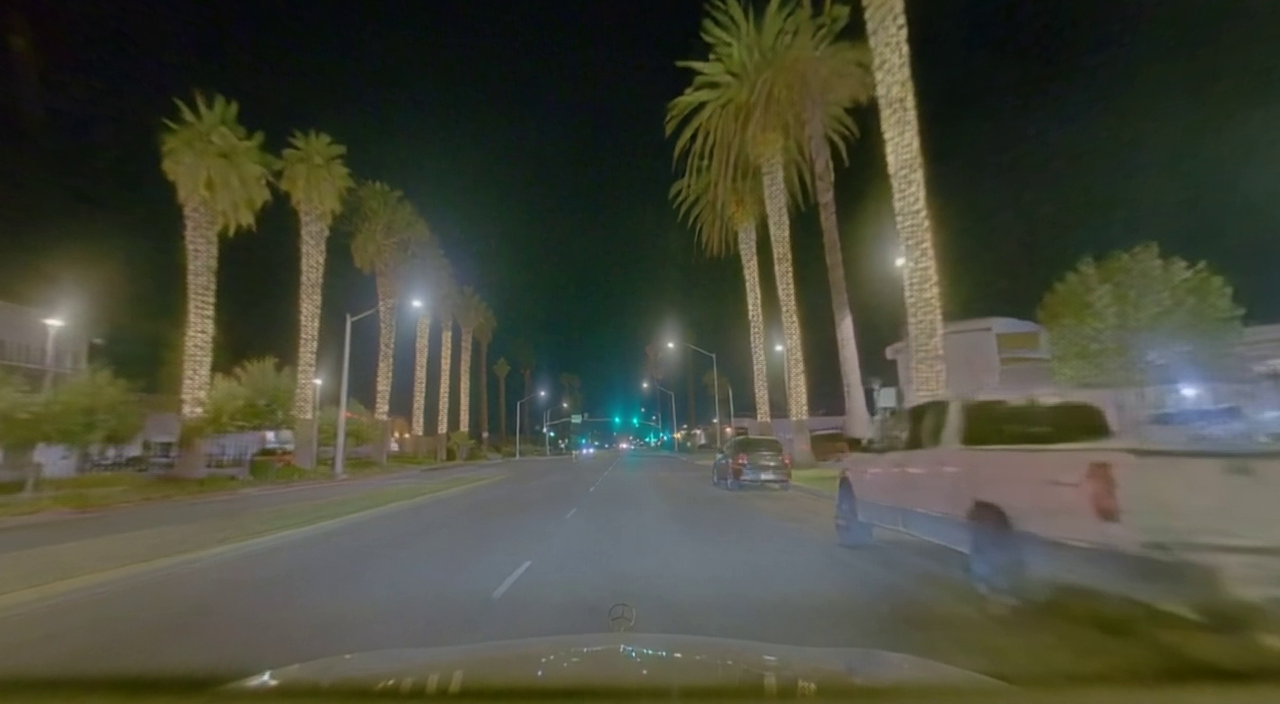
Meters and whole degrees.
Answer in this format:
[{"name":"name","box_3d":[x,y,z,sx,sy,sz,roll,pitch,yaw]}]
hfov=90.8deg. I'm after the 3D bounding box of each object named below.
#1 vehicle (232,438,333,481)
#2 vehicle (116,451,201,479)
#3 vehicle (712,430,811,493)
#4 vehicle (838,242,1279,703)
[{"name":"vehicle","box_3d":[-19.448,5.778,34.230,6.167,2.125,2.526,-7,-10,38]},{"name":"vehicle","box_3d":[-37.778,8.855,49.641,4.828,1.948,2.094,-1,-9,-3]},{"name":"vehicle","box_3d":[3.662,3.380,19.904,2.138,1.743,4.363,0,-8,-1]},{"name":"vehicle","box_3d":[3.709,1.057,5.275,2.198,2.123,6.218,0,-9,1]}]
